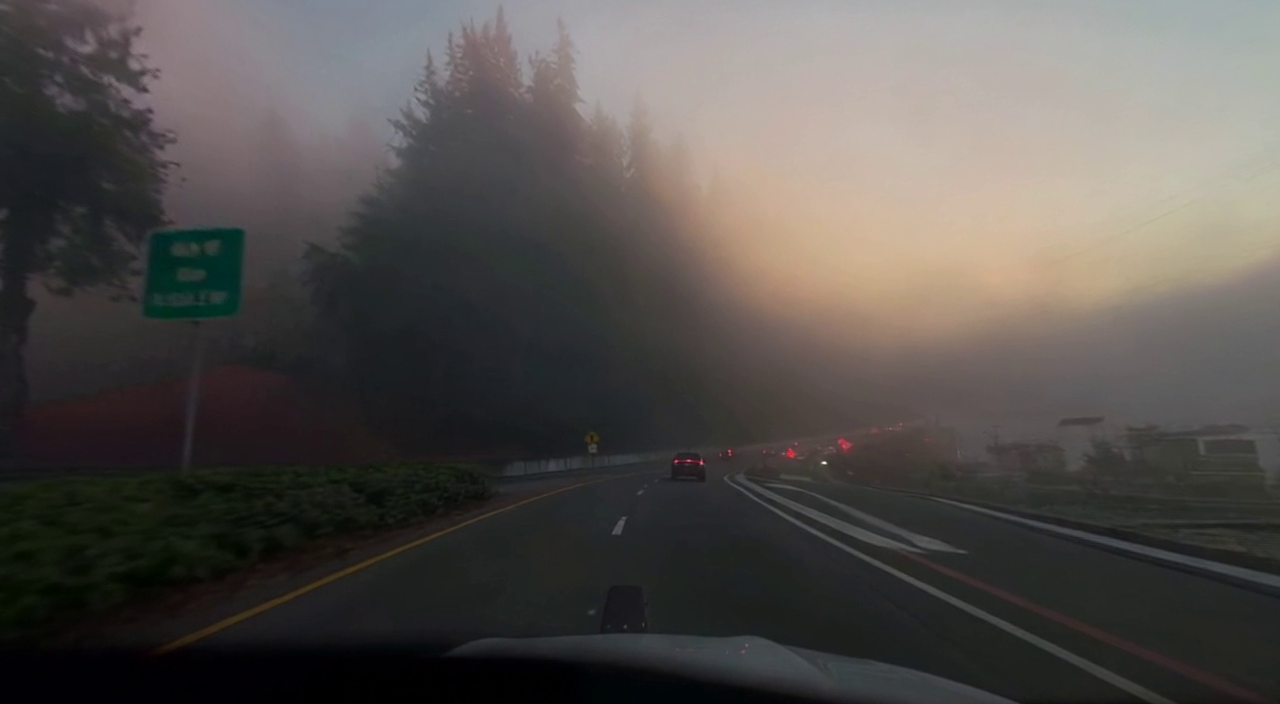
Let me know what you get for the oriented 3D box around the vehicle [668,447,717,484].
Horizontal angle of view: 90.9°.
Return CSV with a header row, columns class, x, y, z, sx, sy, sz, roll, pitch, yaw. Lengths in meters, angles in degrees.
class,x,y,z,sx,sy,sz,roll,pitch,yaw
vehicle,2.302,4.974,28.023,1.956,1.473,4.640,-1,-8,4
